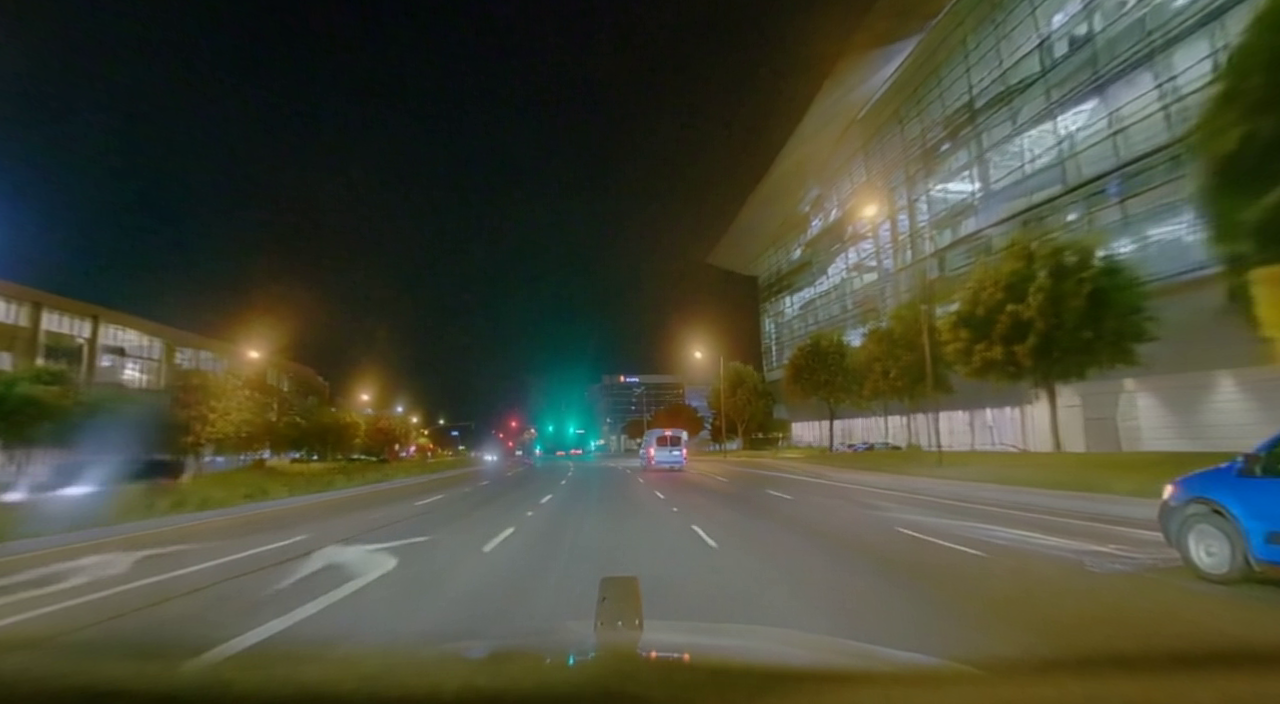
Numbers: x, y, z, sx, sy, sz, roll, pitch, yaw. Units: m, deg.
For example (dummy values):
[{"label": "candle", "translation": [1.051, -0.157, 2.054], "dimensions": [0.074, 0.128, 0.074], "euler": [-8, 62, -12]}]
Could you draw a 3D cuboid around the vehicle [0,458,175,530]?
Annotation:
[{"label": "vehicle", "translation": [-14.565, 3.515, 16.147], "dimensions": [1.893, 1.447, 4.581], "euler": [0, -8, -3]}]

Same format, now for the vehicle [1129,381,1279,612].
[{"label": "vehicle", "translation": [5.847, 0.964, 3.894], "dimensions": [1.992, 1.726, 4.434], "euler": [0, -8, -1]}]

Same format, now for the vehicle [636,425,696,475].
[{"label": "vehicle", "translation": [1.186, 4.830, 31.284], "dimensions": [2.339, 2.244, 4.817], "euler": [1, -8, -6]}]
